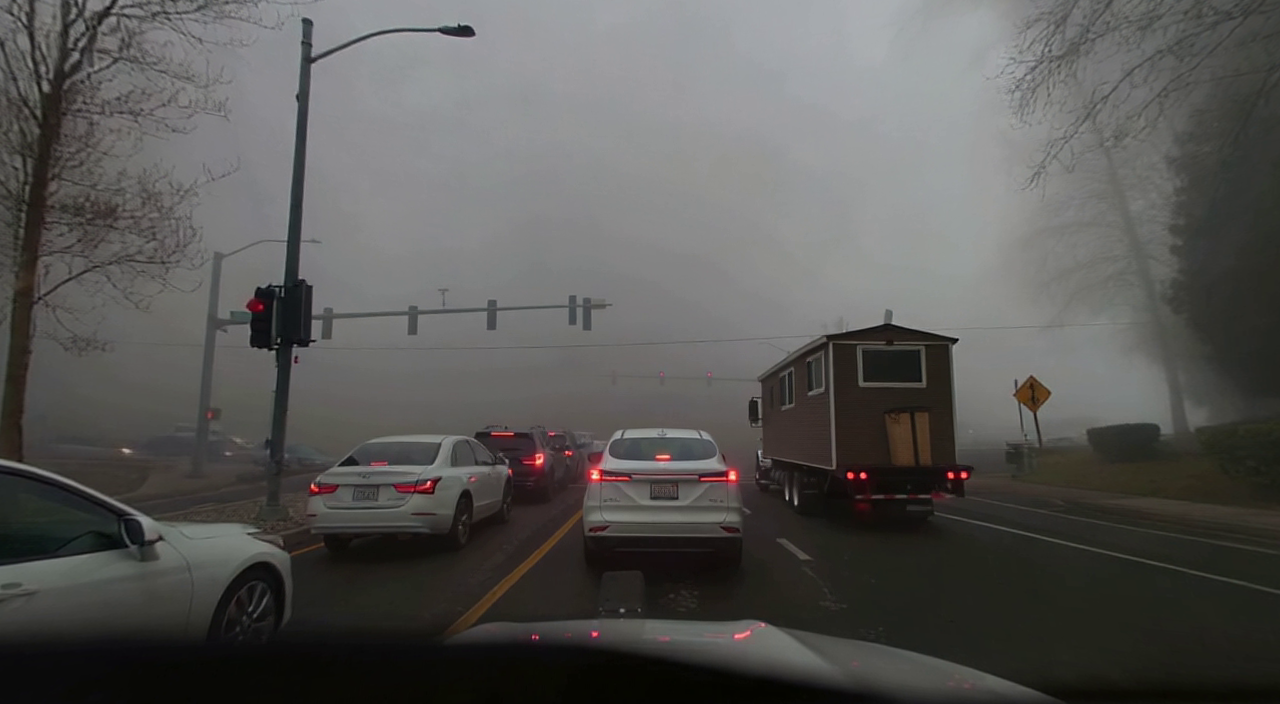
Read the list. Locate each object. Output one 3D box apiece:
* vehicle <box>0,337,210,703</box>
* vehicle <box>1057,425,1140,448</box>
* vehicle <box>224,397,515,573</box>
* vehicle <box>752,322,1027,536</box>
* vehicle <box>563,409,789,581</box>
[{"bbox_3d":[-3.423,0.677,1.483,1.952,1.730,4.116,0,-9,-1],"label":"vehicle"},{"bbox_3d":[33.170,6.151,45.879,4.671,1.595,1.824,-6,-10,31],"label":"vehicle"},{"bbox_3d":[-3.265,1.715,8.854,2.085,1.812,4.388,0,-9,0],"label":"vehicle"},{"bbox_3d":[3.686,1.390,10.984,2.531,2.750,5.595,0,-9,1],"label":"vehicle"},{"bbox_3d":[0.360,1.709,8.306,2.189,1.649,4.171,0,-9,0],"label":"vehicle"}]
